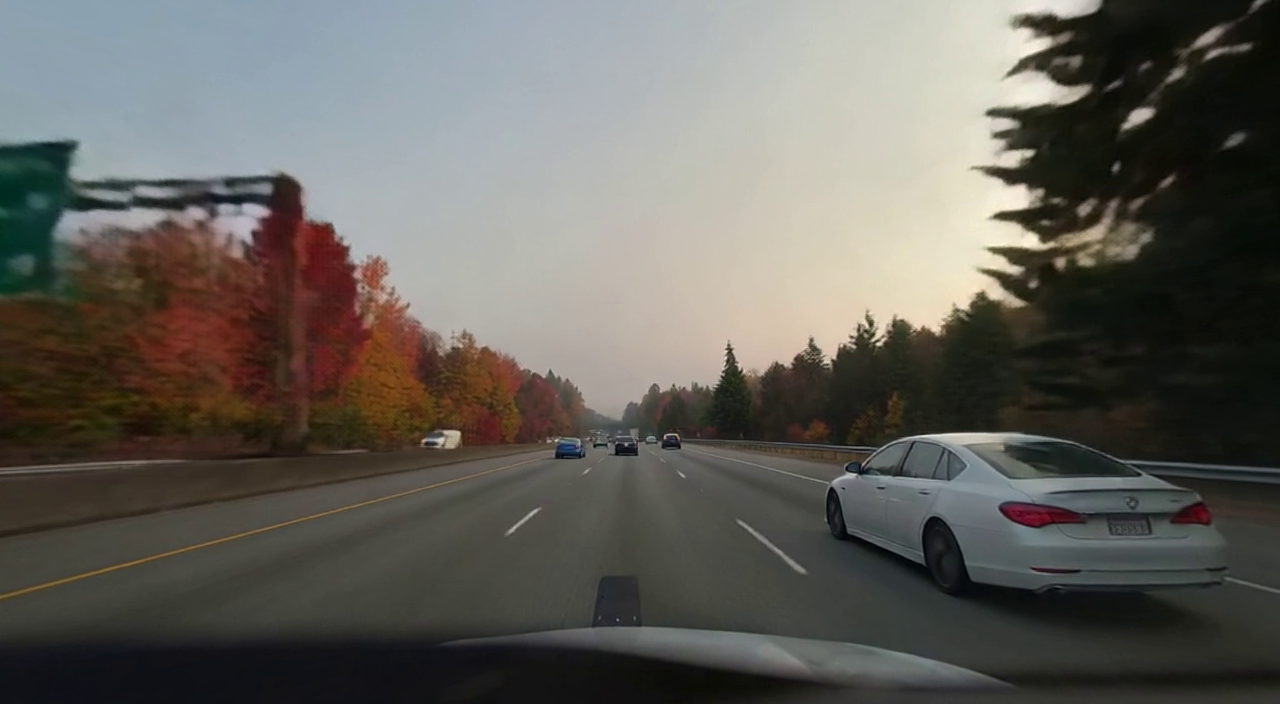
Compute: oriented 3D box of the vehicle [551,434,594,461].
[{"bbox_3d":[-3.981,5.693,37.680,2.103,1.507,4.367,0,-8,0],"label":"vehicle"}]
